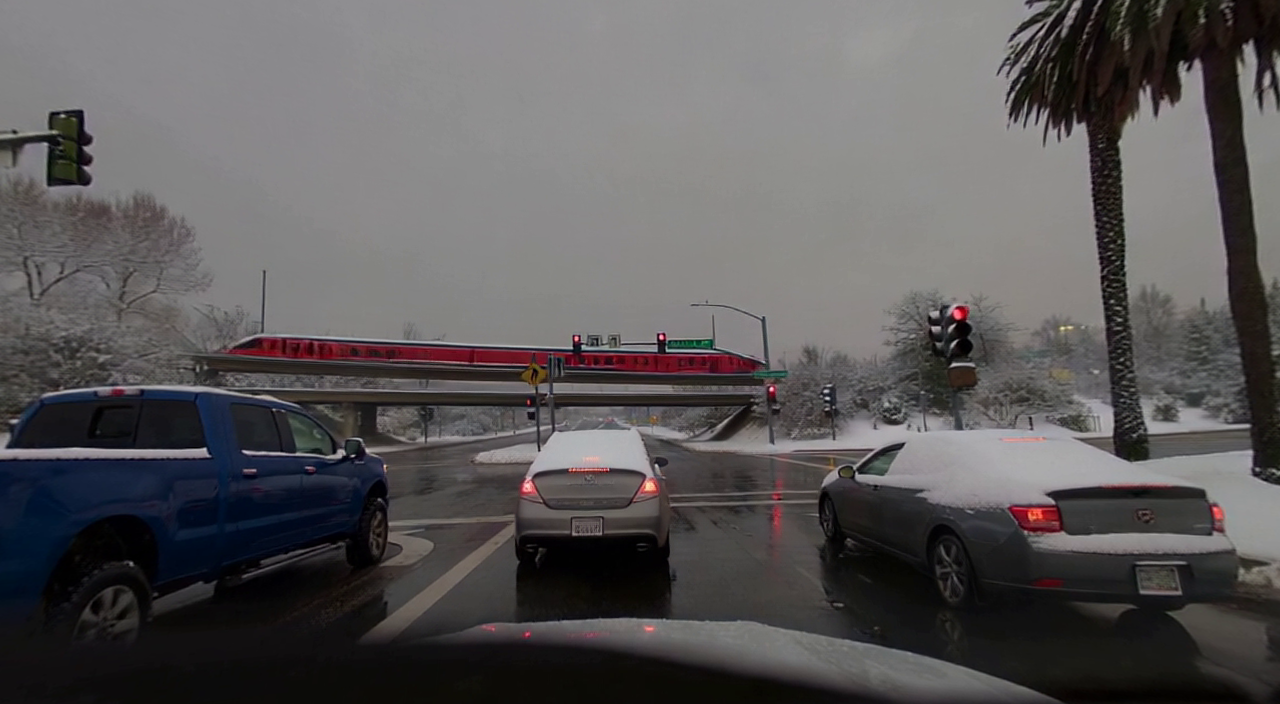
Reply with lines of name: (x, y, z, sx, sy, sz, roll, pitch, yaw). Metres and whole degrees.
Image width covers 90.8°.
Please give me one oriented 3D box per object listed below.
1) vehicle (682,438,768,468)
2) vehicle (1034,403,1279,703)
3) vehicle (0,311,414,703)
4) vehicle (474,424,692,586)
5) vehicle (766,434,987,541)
vehicle: (4.193, 5.093, 31.973, 1.878, 1.428, 4.416, 5, -10, -32)
vehicle: (3.879, 0.887, 2.195, 2.052, 1.496, 4.541, 0, -9, 0)
vehicle: (-3.786, 1.098, 4.928, 2.078, 1.838, 5.448, 0, -9, -1)
vehicle: (-0.630, 1.743, 8.044, 2.035, 1.491, 4.090, 0, -9, -3)
vehicle: (3.703, 2.199, 10.968, 1.965, 1.448, 4.486, 0, -9, -2)
